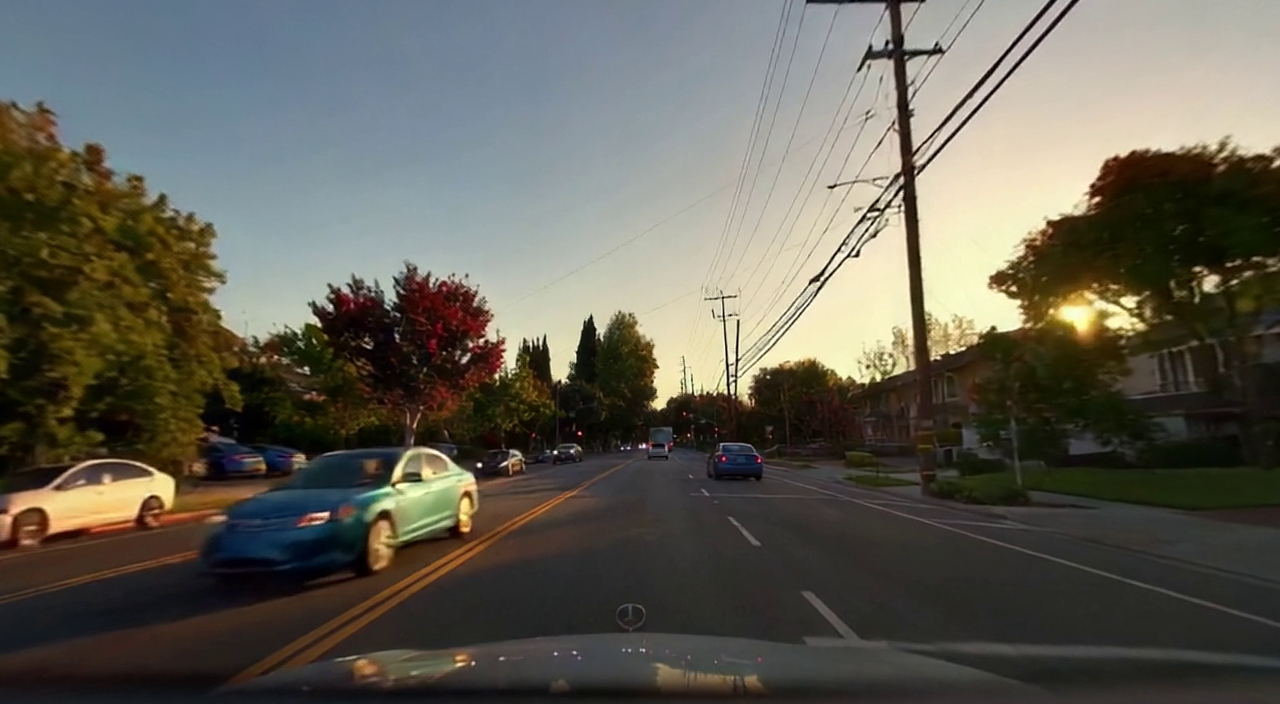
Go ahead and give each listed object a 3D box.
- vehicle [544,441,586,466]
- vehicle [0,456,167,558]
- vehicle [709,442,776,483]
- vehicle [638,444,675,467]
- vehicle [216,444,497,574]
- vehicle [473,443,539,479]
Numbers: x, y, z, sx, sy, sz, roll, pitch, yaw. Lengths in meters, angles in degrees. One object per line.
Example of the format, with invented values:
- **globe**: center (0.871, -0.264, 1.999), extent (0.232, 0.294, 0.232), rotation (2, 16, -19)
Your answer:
- **vehicle**: center (-5.667, 7.737, 48.161), extent (2.303, 1.789, 5.423), rotation (-1, -8, 3)
- **vehicle**: center (-10.526, 2.529, 10.523), extent (1.807, 1.451, 4.367), rotation (-1, -8, 1)
- **vehicle**: center (4.018, 4.386, 25.470), extent (1.951, 1.479, 4.487), rotation (0, -8, 0)
- **vehicle**: center (1.115, 6.742, 41.293), extent (2.298, 1.359, 4.081), rotation (-1, -8, 2)
- **vehicle**: center (-3.539, 2.015, 9.015), extent (1.892, 1.354, 4.476), rotation (0, -8, 1)
- **vehicle**: center (-6.440, 5.274, 30.837), extent (1.997, 1.566, 4.637), rotation (-1, -8, 3)
